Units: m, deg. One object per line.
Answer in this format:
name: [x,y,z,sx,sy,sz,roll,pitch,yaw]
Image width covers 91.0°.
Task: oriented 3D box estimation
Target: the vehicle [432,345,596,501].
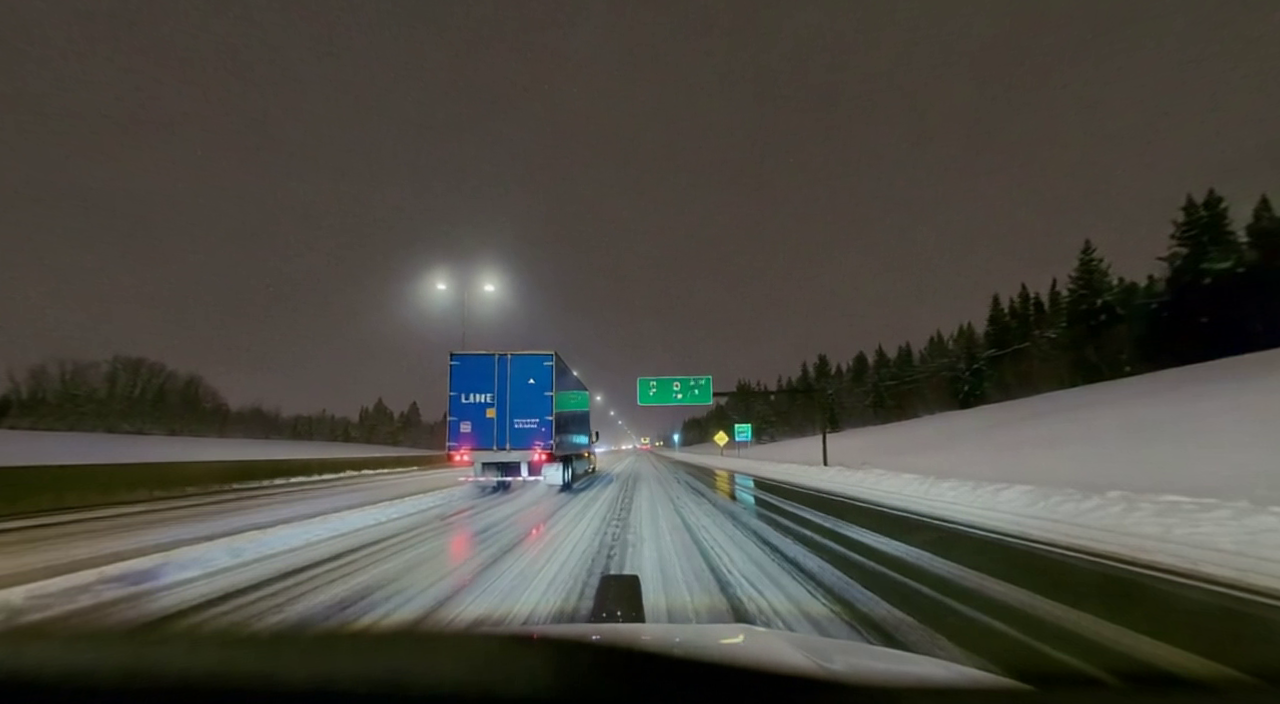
vehicle: [-3.568,2.614,21.525,3.059,3.956,11.036,0,-9,1]
